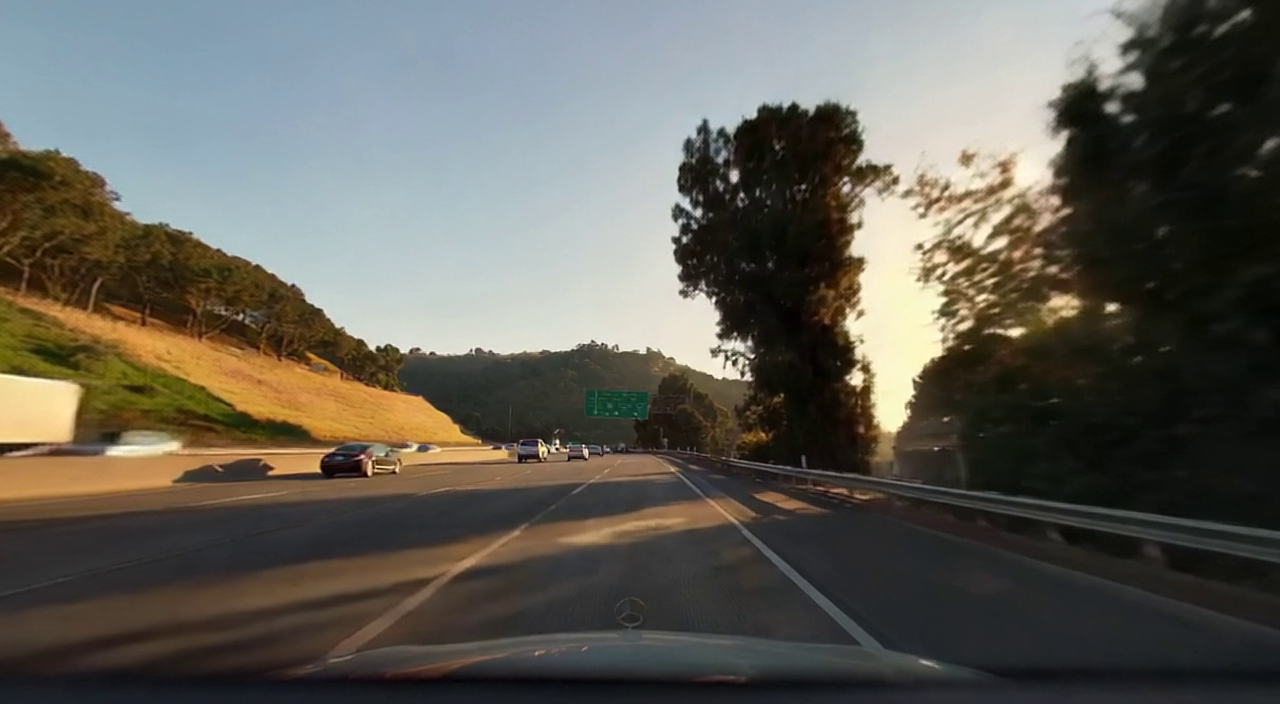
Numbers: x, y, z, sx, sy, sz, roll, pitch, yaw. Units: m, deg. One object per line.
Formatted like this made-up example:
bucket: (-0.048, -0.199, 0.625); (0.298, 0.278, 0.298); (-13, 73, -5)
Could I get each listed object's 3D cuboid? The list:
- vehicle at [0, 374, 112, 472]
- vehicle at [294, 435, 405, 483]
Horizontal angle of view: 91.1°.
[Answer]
vehicle: (-29.257, 2.645, 24.484); (2.882, 4.169, 16.623); (1, -9, 0)
vehicle: (-10.899, 4.041, 24.007); (2.001, 1.625, 4.528); (0, -9, 1)
